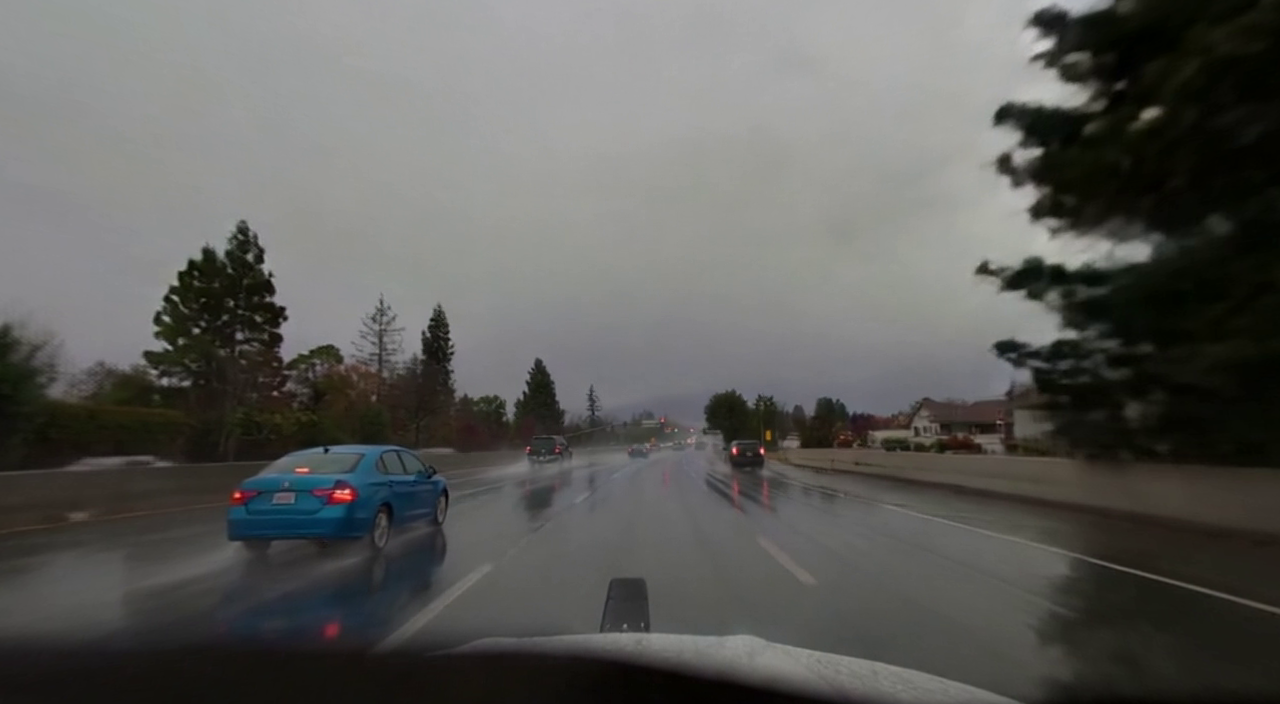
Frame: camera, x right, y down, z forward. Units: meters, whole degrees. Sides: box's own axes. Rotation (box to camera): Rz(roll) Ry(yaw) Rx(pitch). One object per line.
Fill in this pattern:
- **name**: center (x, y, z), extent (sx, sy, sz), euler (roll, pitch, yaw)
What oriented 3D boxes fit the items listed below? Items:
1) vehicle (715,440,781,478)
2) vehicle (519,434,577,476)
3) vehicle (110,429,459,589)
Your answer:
- **vehicle**: center (4.460, 4.510, 26.835), extent (2.100, 1.472, 4.533), euler (0, -8, 1)
- **vehicle**: center (-4.255, 4.852, 29.956), extent (2.122, 1.847, 4.696), euler (0, -8, -1)
- **vehicle**: center (-3.979, 1.800, 8.188), extent (1.948, 1.475, 4.461), euler (0, -8, -1)
